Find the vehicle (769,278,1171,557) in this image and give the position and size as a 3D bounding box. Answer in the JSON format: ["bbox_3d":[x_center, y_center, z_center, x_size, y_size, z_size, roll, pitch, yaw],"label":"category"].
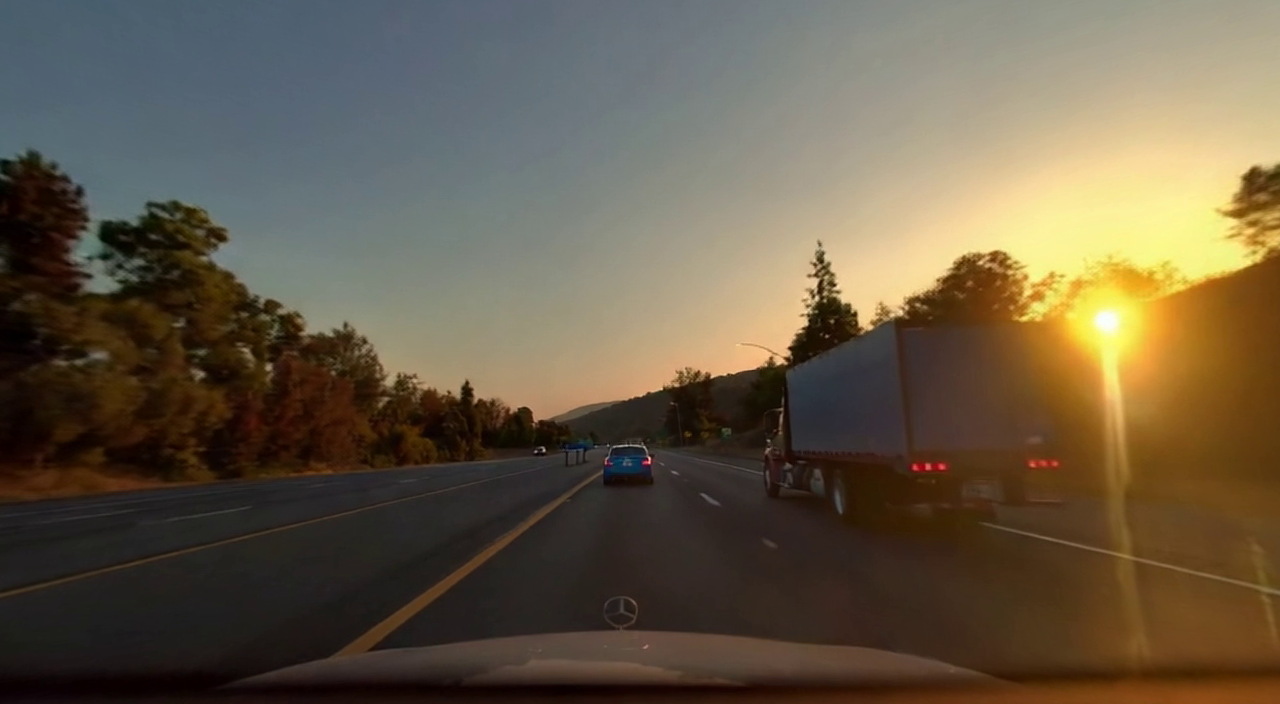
[{"bbox_3d":[4.484,1.234,10.786,2.791,3.201,7.145,0,-9,-1],"label":"vehicle"}]

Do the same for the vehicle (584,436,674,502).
[{"bbox_3d":[-0.276,2.984,16.409,2.066,1.490,3.759,0,-9,-1],"label":"vehicle"}]
